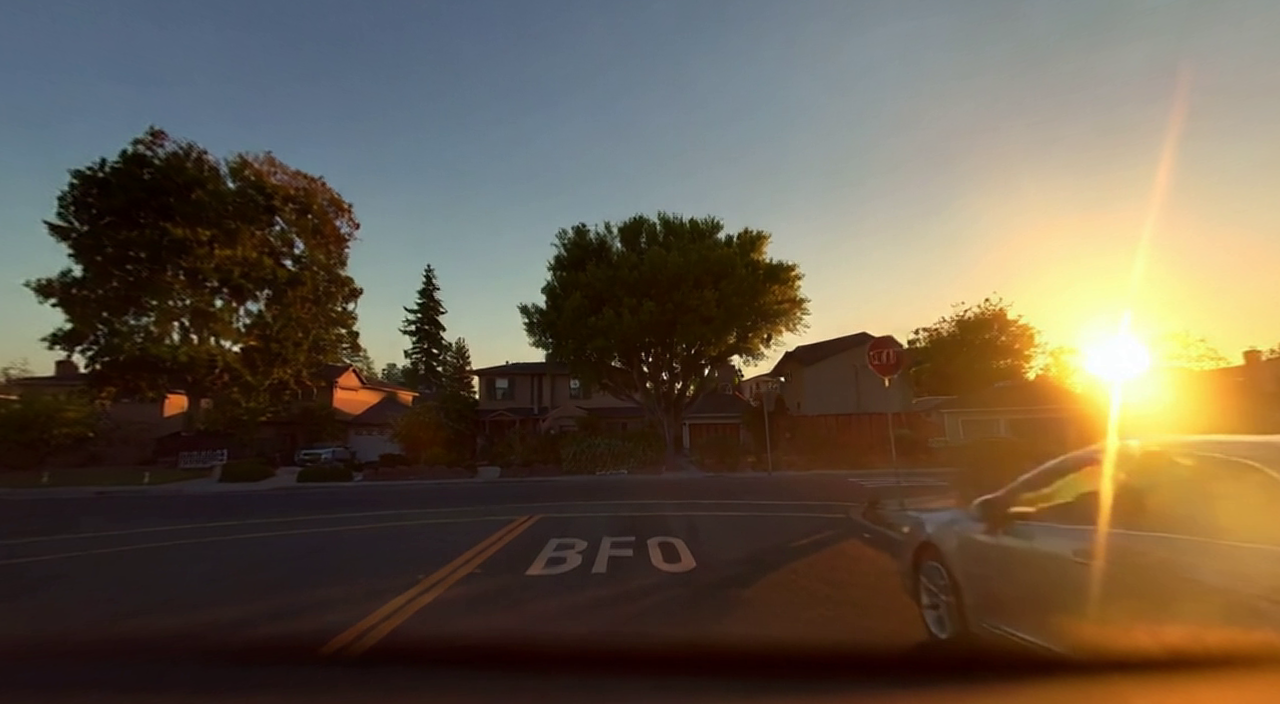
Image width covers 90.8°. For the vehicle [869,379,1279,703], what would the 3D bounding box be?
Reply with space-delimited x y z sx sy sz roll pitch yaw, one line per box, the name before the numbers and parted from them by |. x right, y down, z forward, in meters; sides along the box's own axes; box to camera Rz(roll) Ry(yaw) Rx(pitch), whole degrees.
vehicle | 2.950 0.943 2.652 2.167 1.479 4.597 0 -9 -1
